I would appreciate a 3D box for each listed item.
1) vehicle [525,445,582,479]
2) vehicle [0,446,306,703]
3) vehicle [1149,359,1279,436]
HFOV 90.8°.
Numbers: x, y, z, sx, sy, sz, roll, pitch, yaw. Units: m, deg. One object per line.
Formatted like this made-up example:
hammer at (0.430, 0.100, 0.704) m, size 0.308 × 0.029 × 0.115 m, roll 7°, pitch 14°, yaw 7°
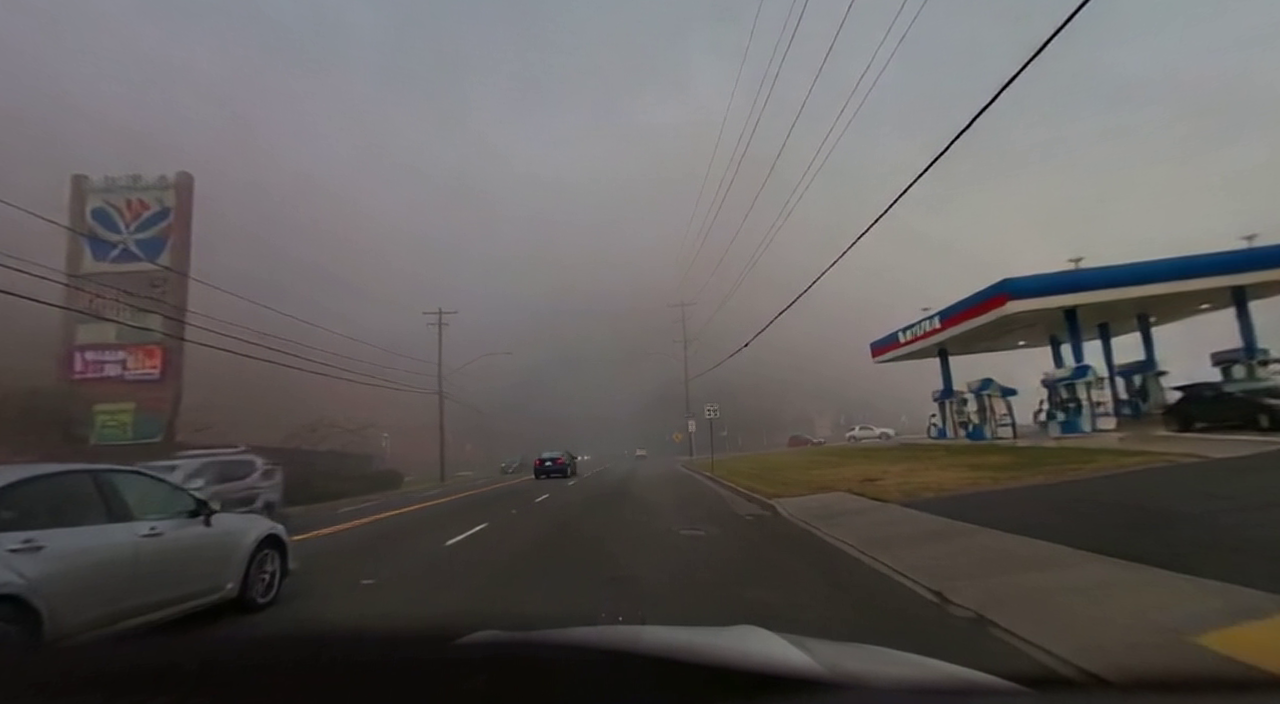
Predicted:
vehicle at (-3.950, 5.106, 29.577) m, size 1.943 × 1.455 × 4.414 m, roll 0°, pitch -8°, yaw 1°
vehicle at (-4.040, 1.288, 3.710) m, size 1.704 × 1.430 × 4.587 m, roll 0°, pitch -8°, yaw -1°
vehicle at (14.272, 1.099, 14.347) m, size 1.835 × 1.549 × 4.178 m, roll 0°, pitch -8°, yaw -2°
